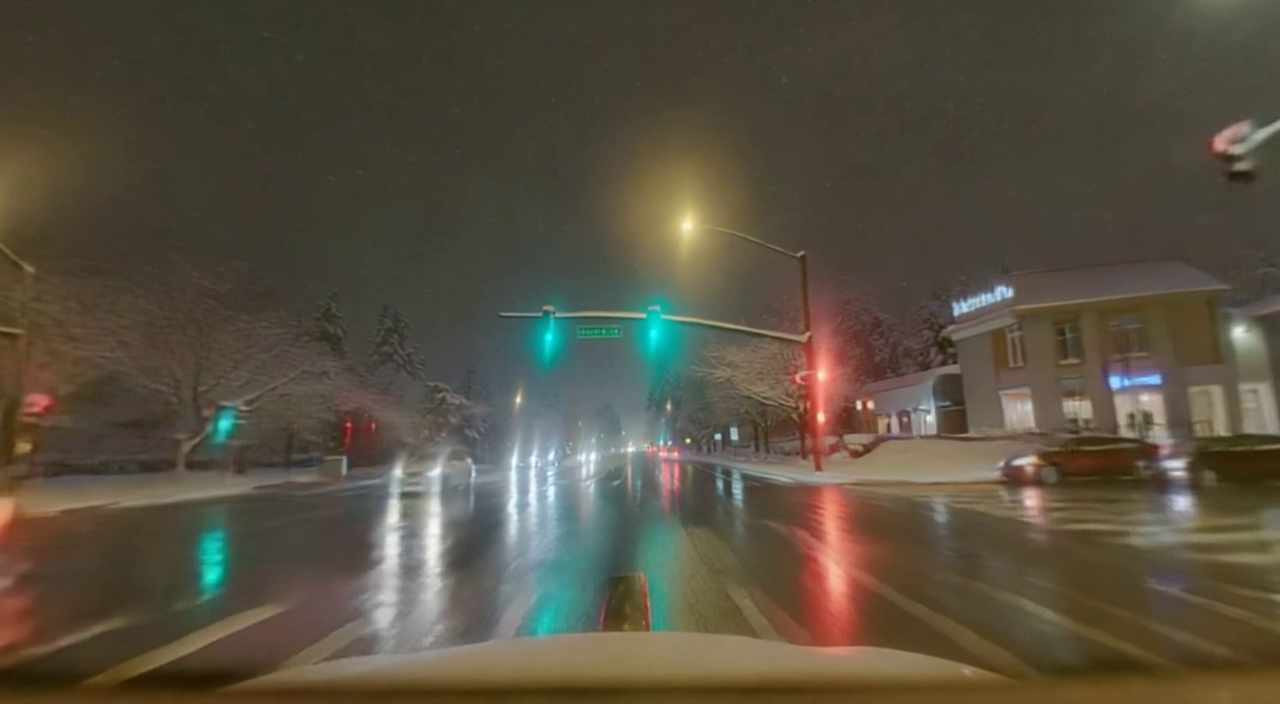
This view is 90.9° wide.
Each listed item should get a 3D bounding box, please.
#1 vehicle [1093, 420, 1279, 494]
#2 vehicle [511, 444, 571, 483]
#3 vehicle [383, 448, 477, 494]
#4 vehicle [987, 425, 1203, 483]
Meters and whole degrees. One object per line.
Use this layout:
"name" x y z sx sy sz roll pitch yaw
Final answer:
"vehicle" 14.196 2.509 15.429 4.634 1.449 1.936 -3 -7 0
"vehicle" -4.696 5.304 30.384 2.070 1.481 4.266 -5 -7 0
"vehicle" -7.598 4.323 23.287 1.974 1.521 4.197 0 -9 0
"vehicle" 13.224 2.995 18.592 4.668 1.568 2.111 0 -8 2
